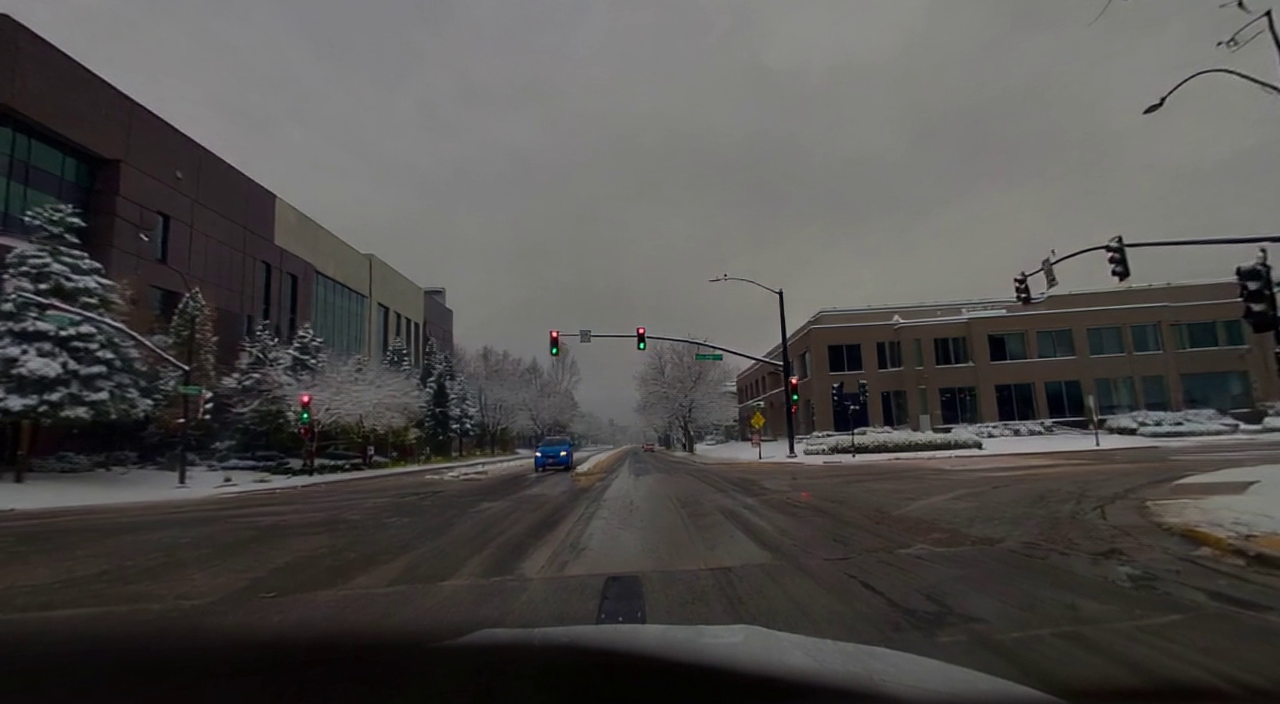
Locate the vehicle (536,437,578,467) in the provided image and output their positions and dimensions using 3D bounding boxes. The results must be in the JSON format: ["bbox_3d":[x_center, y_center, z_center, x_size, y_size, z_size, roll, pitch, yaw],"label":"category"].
[{"bbox_3d":[-4.845,5.907,37.458,1.988,1.666,4.074,0,-9,0],"label":"vehicle"}]
